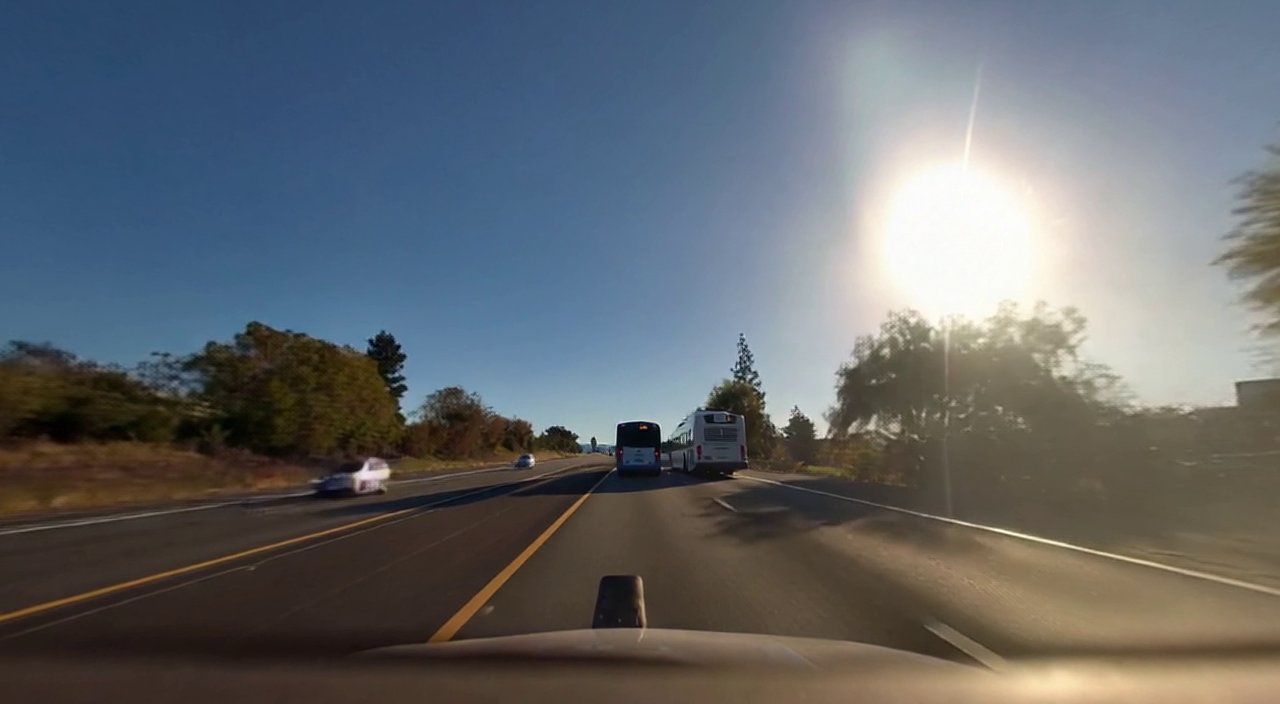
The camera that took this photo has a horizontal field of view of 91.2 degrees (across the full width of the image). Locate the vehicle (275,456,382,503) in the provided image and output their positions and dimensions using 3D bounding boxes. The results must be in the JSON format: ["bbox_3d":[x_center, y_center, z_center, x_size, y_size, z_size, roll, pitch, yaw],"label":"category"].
[{"bbox_3d":[-11.785,4.829,24.088,1.900,1.541,4.333,0,-9,-1],"label":"vehicle"}]

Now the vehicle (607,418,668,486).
[{"bbox_3d":[-0.147,4.428,27.825,2.414,2.675,5.574,0,-9,-1],"label":"vehicle"}]

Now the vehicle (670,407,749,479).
[{"bbox_3d":[3.862,5.638,38.532,3.074,3.668,12.805,0,-9,-1],"label":"vehicle"}]
